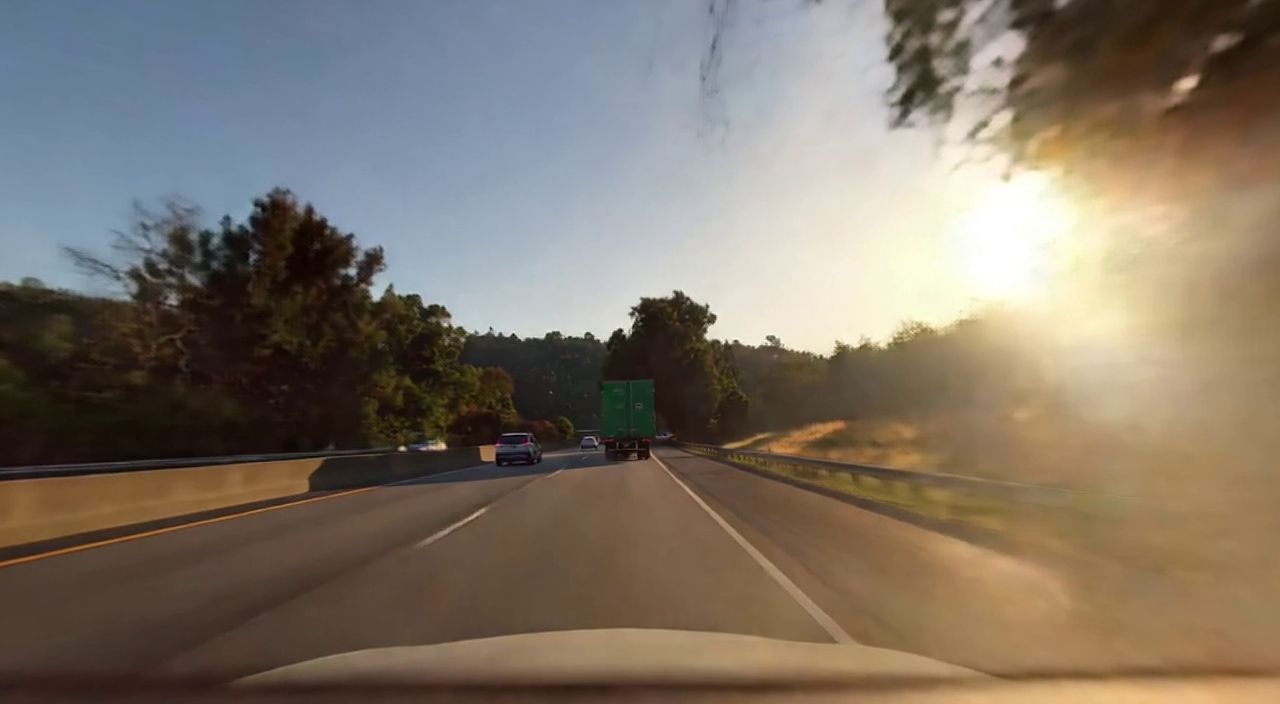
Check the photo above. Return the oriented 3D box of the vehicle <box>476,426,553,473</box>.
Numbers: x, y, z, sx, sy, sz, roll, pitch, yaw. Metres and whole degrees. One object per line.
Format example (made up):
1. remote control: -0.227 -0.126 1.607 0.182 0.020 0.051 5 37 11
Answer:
1. vehicle: -4.957 3.907 25.584 2.138 1.697 4.587 0 -8 0

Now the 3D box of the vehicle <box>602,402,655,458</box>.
1. vehicle: -0.536 3.498 28.282 2.319 2.461 1.270 0 -8 -3
